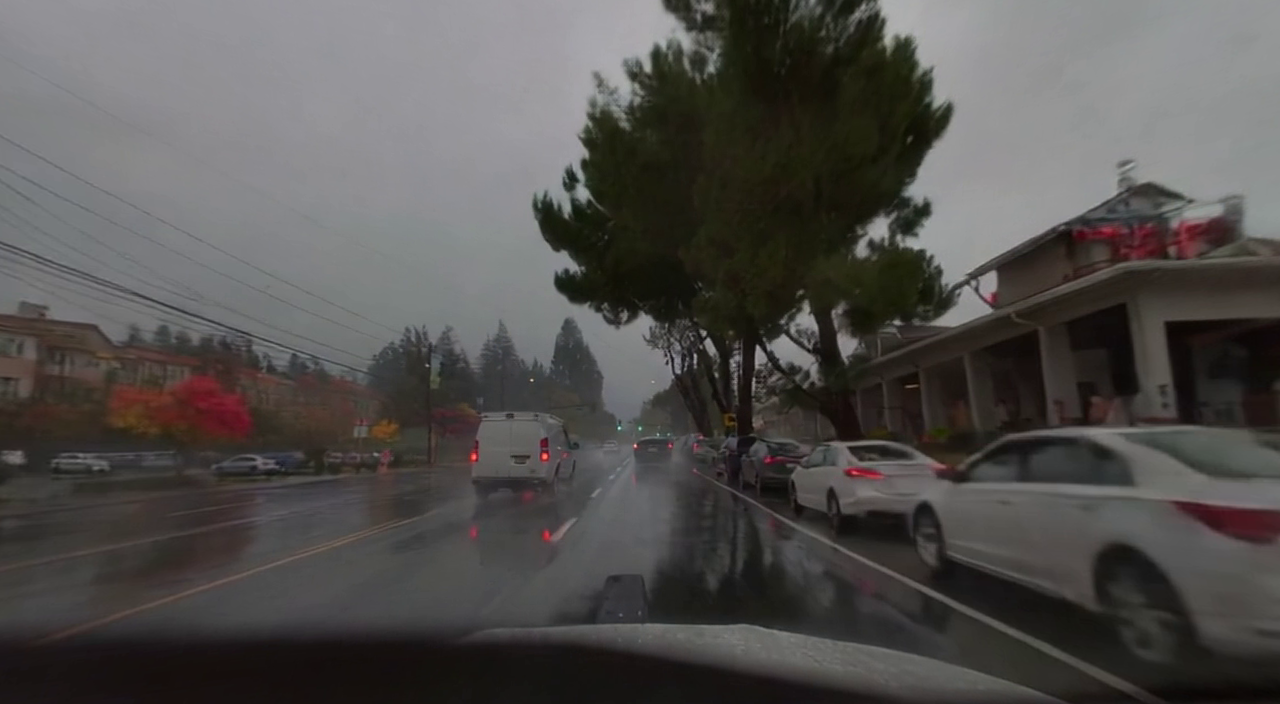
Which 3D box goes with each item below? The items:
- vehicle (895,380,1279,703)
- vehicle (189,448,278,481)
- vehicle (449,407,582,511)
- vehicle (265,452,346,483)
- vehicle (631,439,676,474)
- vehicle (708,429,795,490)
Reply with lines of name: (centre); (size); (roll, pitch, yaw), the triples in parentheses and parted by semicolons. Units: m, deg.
vehicle: (3.578, 1.167, 4.083); (1.931, 1.625, 4.409); (0, -9, -1)
vehicle: (-24.929, 6.904, 39.042); (2.095, 1.862, 5.261); (0, -9, -2)
vehicle: (-2.812, 2.599, 15.679); (2.213, 2.123, 5.124); (0, -9, 0)
vehicle: (-19.592, 6.767, 37.303); (1.911, 1.638, 5.028); (0, -9, 1)
vehicle: (0.644, 5.289, 32.088); (2.126, 1.657, 4.132); (0, -9, 0)
vehicle: (3.721, 3.721, 22.083); (2.090, 1.861, 4.805); (0, -9, -1)
